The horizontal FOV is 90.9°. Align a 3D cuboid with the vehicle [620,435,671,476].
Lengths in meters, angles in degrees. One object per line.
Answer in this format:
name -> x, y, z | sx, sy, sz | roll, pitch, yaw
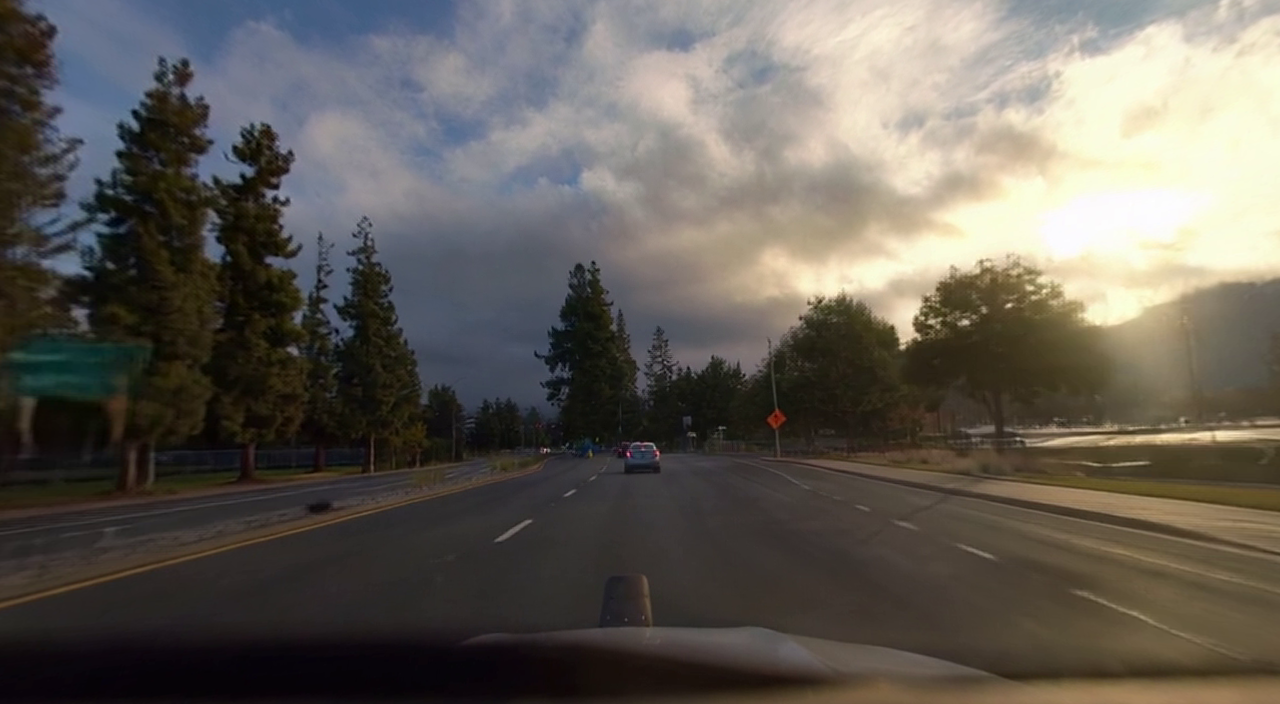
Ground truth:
vehicle -> 0.165, 4.649, 28.383 | 2.135, 1.691, 3.884 | 0, -9, -2
